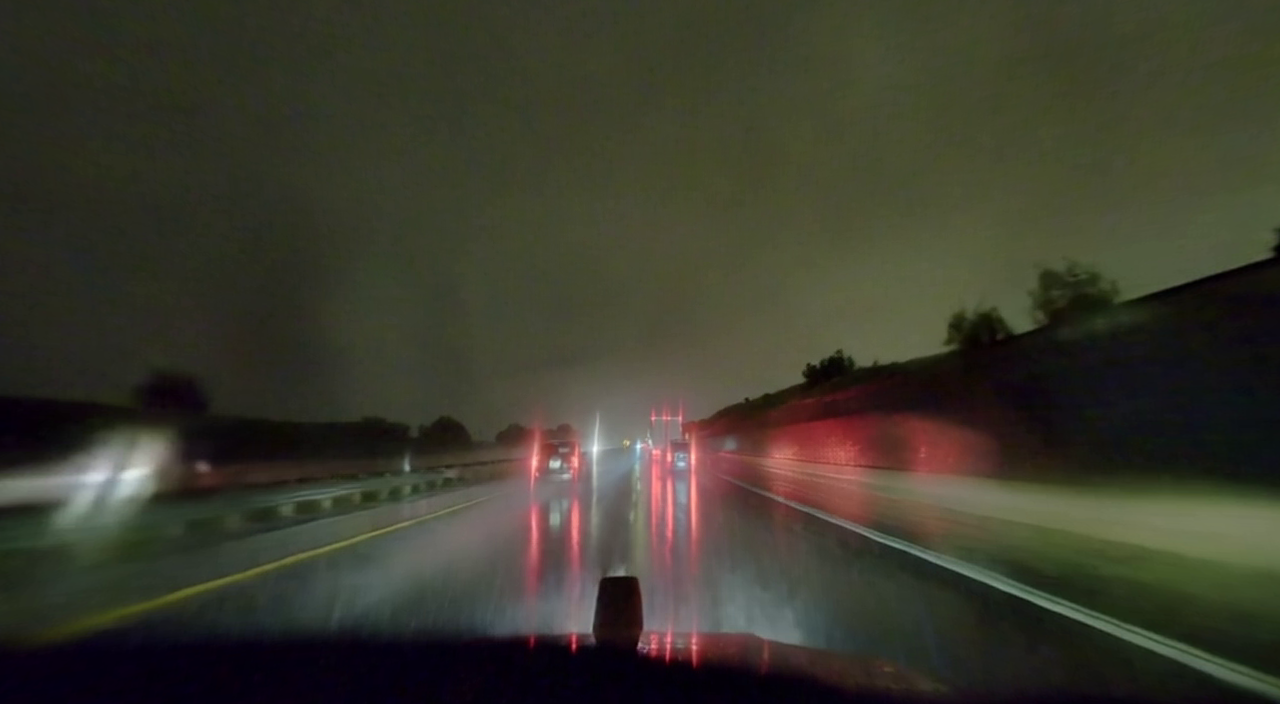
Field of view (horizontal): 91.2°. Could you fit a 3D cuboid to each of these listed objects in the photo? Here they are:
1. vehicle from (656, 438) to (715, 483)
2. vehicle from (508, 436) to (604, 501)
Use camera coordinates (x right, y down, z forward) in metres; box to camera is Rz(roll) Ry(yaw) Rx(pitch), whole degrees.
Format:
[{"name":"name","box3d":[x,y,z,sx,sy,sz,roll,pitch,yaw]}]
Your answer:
[{"name":"vehicle","box3d":[1.826,4.568,26.594,2.230,1.715,4.243,0,-9,0]},{"name":"vehicle","box3d":[-2.297,3.364,18.540,2.181,1.653,4.691,0,-9,0]}]
